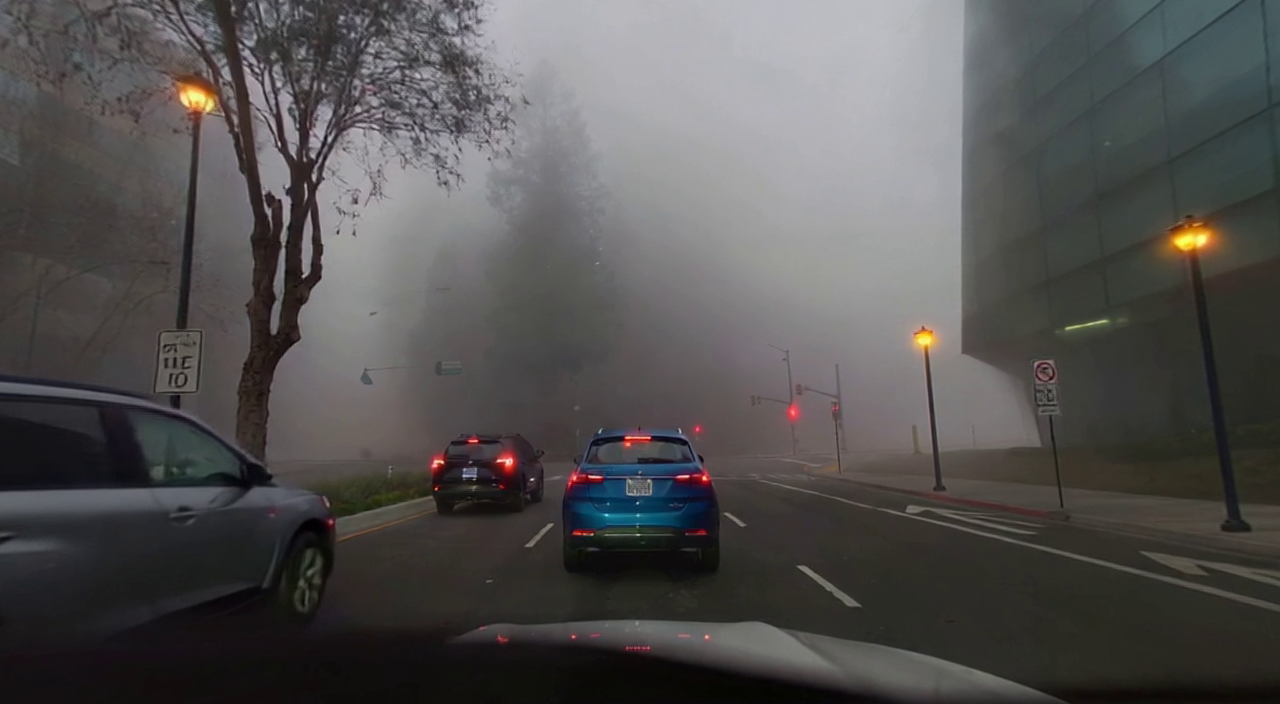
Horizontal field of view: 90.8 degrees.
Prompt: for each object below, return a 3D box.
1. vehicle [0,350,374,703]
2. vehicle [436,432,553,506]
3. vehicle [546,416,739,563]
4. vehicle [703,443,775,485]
[{"bbox_3d":[-3.574,1.020,3.678,2.083,1.691,4.398,0,-8,1],"label":"vehicle"},{"bbox_3d":[-3.621,2.992,16.594,2.068,1.678,4.199,0,-8,0],"label":"vehicle"},{"bbox_3d":[0.011,1.888,9.398,2.207,1.659,4.155,0,-8,0],"label":"vehicle"},{"bbox_3d":[3.713,4.267,24.448,2.082,1.445,4.426,0,-8,0],"label":"vehicle"}]
